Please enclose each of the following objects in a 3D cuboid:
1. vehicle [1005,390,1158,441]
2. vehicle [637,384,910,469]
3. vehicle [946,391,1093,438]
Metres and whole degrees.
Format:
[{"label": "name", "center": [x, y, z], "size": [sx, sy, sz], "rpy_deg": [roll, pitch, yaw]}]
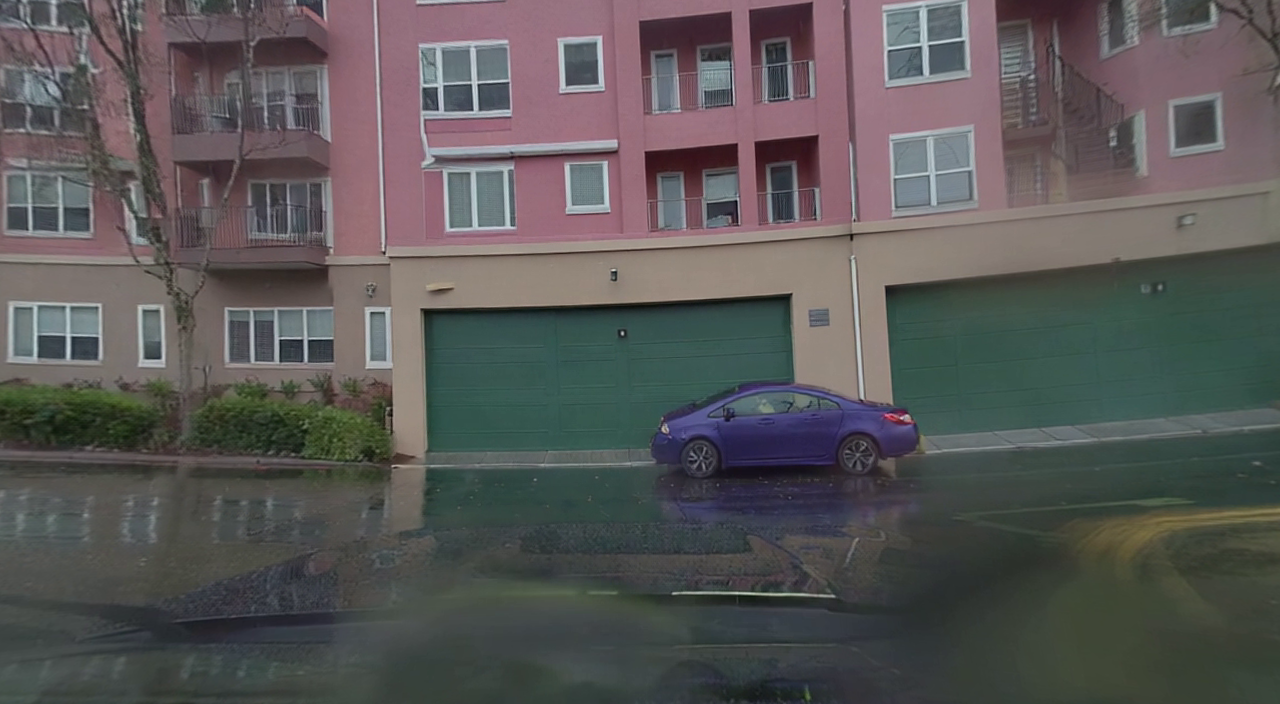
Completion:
[{"label": "vehicle", "center": [15.841, 2.322, 22.781], "size": [3.905, 1.475, 2.057], "rpy_deg": [-4, -7, -3]}, {"label": "vehicle", "center": [2.296, 1.415, 11.834], "size": [4.697, 1.444, 1.825], "rpy_deg": [0, -8, -1]}, {"label": "vehicle", "center": [15.047, 2.542, 25.239], "size": [4.438, 1.776, 2.182], "rpy_deg": [0, -8, 0]}]
